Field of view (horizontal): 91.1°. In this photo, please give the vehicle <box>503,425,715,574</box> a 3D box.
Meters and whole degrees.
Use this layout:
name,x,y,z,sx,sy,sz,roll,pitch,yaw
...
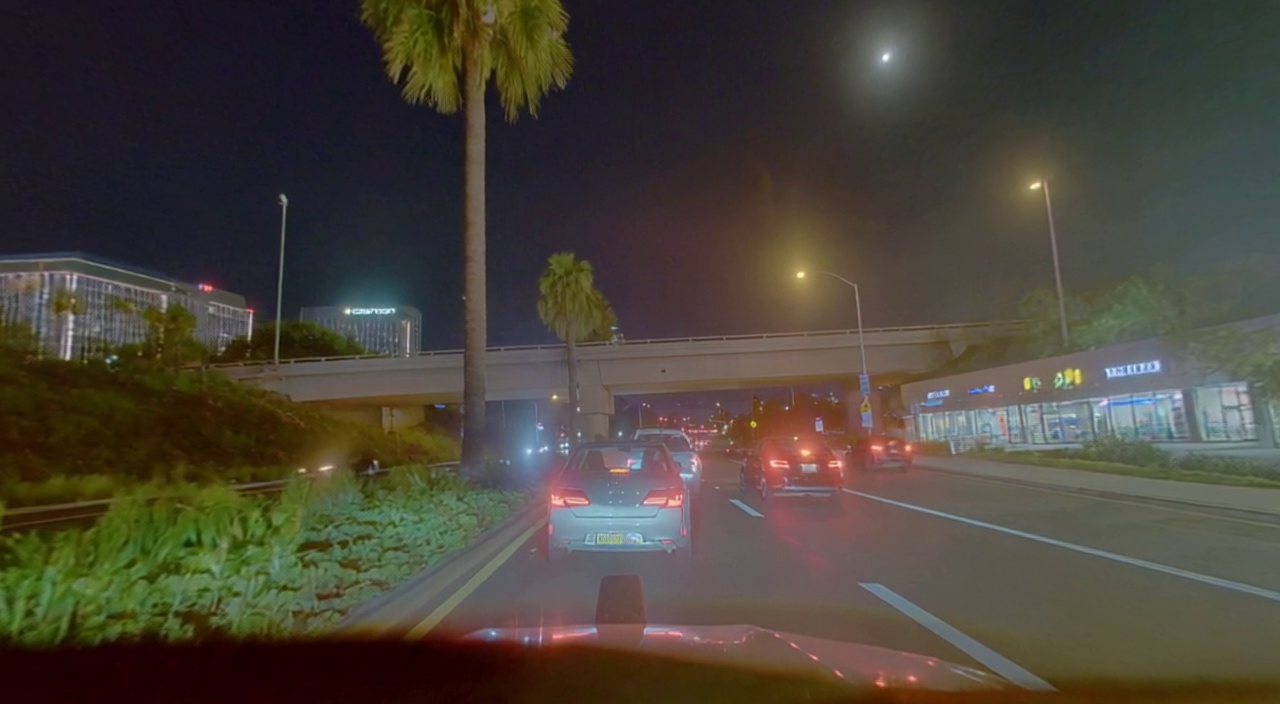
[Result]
name,x,y,z,sx,sy,sz,roll,pitch,yaw
vehicle,-0.254,1.819,8.521,2.172,1.506,4.018,0,-8,2

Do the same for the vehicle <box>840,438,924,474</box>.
name,x,y,z,sx,sy,sz,roll,pitch,yaw
vehicle,10.855,4.698,28.524,2.100,1.469,4.772,0,-9,3

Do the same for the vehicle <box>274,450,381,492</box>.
name,x,y,z,sx,sy,sz,roll,pitch,yaw
vehicle,-12.295,4.670,25.064,1.933,1.486,4.449,0,-8,0

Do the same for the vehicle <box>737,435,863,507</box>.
name,x,y,z,sx,sy,sz,roll,pitch,yaw
vehicle,3.817,2.928,15.975,2.034,1.517,4.840,0,-8,1
